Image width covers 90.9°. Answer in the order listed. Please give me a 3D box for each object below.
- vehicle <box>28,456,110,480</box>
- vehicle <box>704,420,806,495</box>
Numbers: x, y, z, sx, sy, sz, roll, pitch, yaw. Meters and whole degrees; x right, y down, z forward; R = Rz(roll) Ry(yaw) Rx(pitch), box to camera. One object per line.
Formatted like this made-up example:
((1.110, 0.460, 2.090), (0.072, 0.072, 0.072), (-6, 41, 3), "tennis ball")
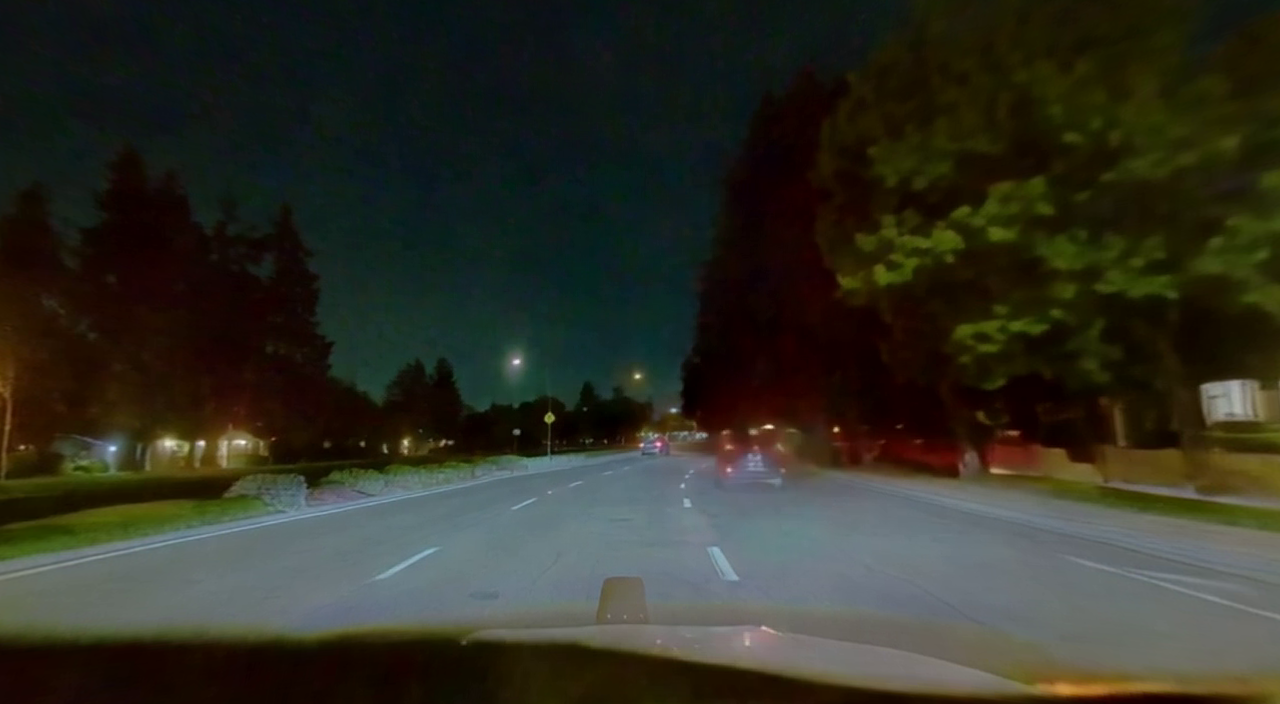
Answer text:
((-36.471, 7.390, 40.299), (3.339, 1.383, 1.865), (0, -8, -3), "vehicle")
((3.084, 2.971, 18.035), (2.141, 1.833, 4.704), (0, -8, 1), "vehicle")
